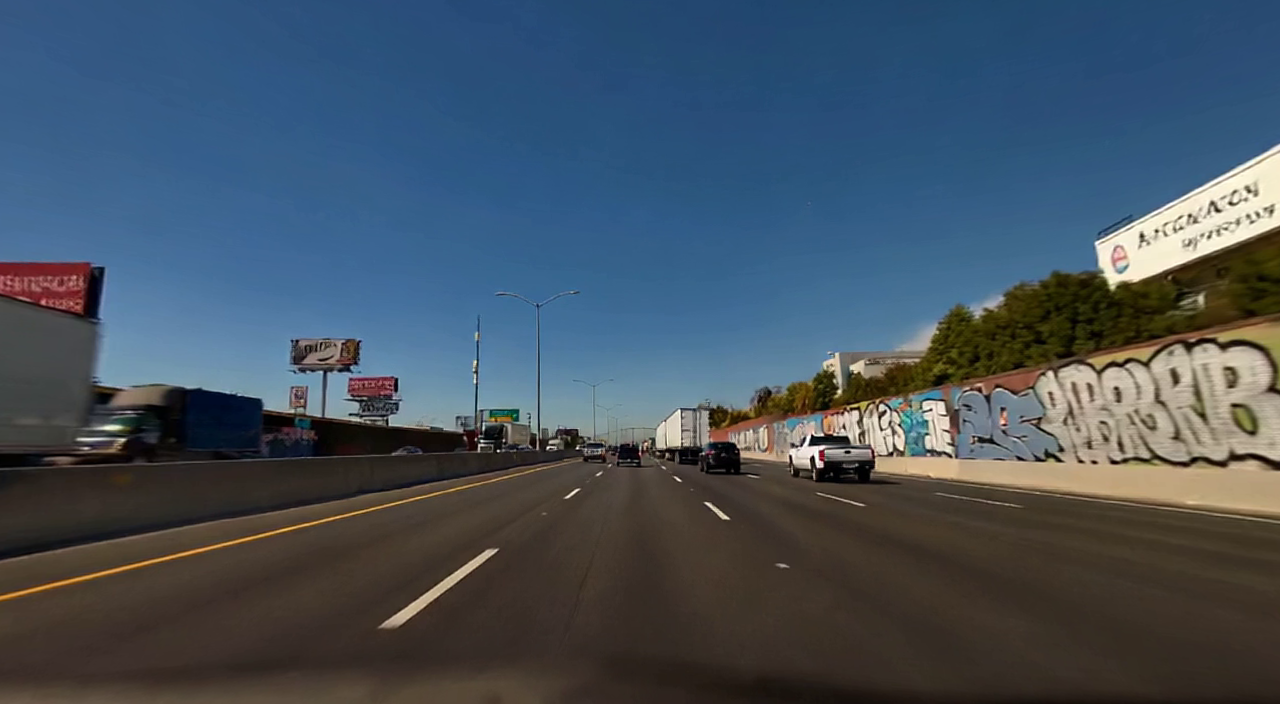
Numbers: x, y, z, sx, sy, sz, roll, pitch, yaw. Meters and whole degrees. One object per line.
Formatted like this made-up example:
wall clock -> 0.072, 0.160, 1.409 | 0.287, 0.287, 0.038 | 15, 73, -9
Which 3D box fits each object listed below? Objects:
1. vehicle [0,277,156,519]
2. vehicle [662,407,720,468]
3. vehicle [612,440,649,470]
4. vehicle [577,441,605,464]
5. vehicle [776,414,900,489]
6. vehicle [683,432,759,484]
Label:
vehicle -> -11.174, 0.319, 7.090 | 2.937, 3.634, 10.764 | 0, -9, 0
vehicle -> 3.379, 6.161, 45.012 | 2.976, 3.806, 10.591 | 0, -9, -1
vehicle -> -0.565, 6.077, 37.477 | 2.073, 1.640, 3.990 | 0, -9, -1
vehicle -> -3.759, 7.788, 48.871 | 1.817, 1.670, 3.864 | 0, -9, 0
vehicle -> 7.010, 3.657, 23.393 | 2.322, 2.360, 6.433 | 0, -9, -2
vehicle -> 3.092, 4.196, 25.317 | 2.249, 1.843, 5.176 | 0, -9, -1
